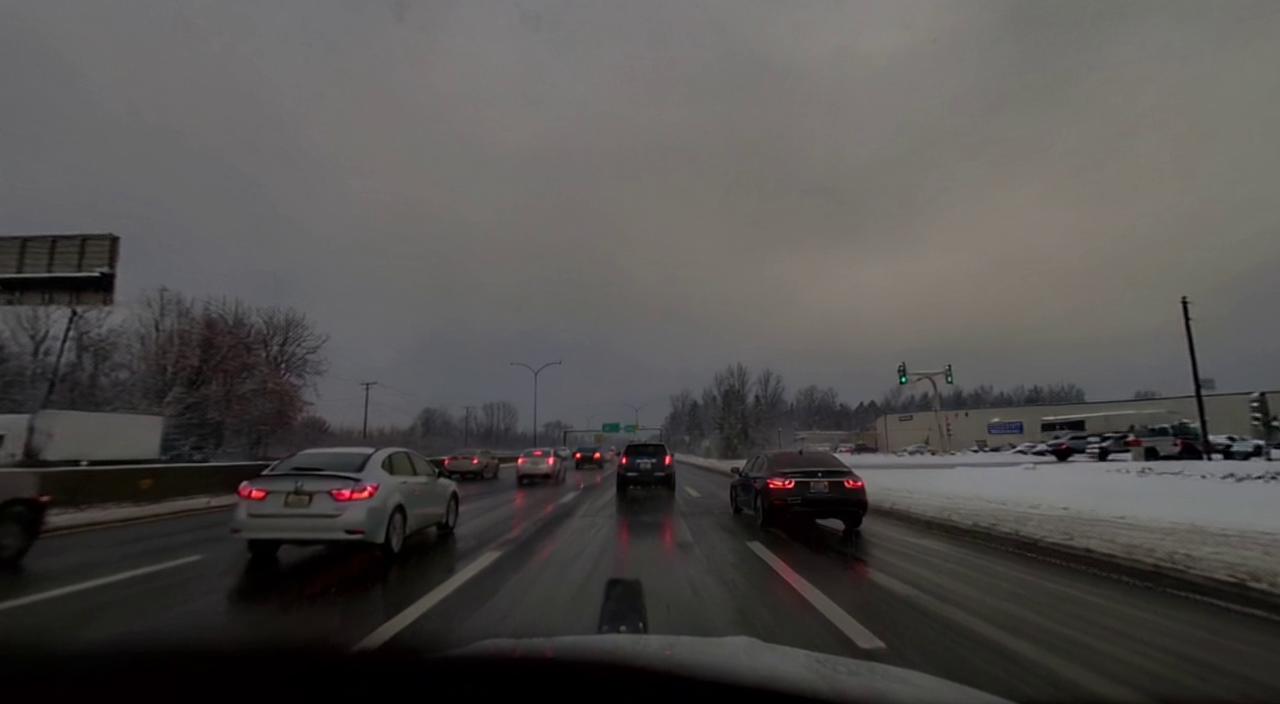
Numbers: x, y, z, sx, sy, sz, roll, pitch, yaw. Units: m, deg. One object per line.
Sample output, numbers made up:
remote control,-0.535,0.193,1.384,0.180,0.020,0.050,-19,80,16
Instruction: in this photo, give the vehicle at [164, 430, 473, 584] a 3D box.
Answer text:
vehicle,-3.751,1.854,8.387,1.883,1.500,4.161,0,-9,0

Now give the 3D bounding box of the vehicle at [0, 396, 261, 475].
vehicle,-32.035,5.476,40.294,2.918,3.744,20.241,0,-8,1

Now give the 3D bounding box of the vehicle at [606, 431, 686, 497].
vehicle,0.202,3.345,19.106,2.152,1.779,3.924,0,-9,1

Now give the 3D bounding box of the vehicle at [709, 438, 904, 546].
vehicle,2.567,2.288,11.047,2.018,1.470,4.491,0,-9,-2

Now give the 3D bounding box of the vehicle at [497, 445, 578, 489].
vehicle,-3.641,4.174,23.254,2.132,1.464,4.481,0,-9,2

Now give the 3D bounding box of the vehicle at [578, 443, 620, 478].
vehicle,-2.121,5.394,31.575,1.937,1.601,3.798,1,-9,-6
